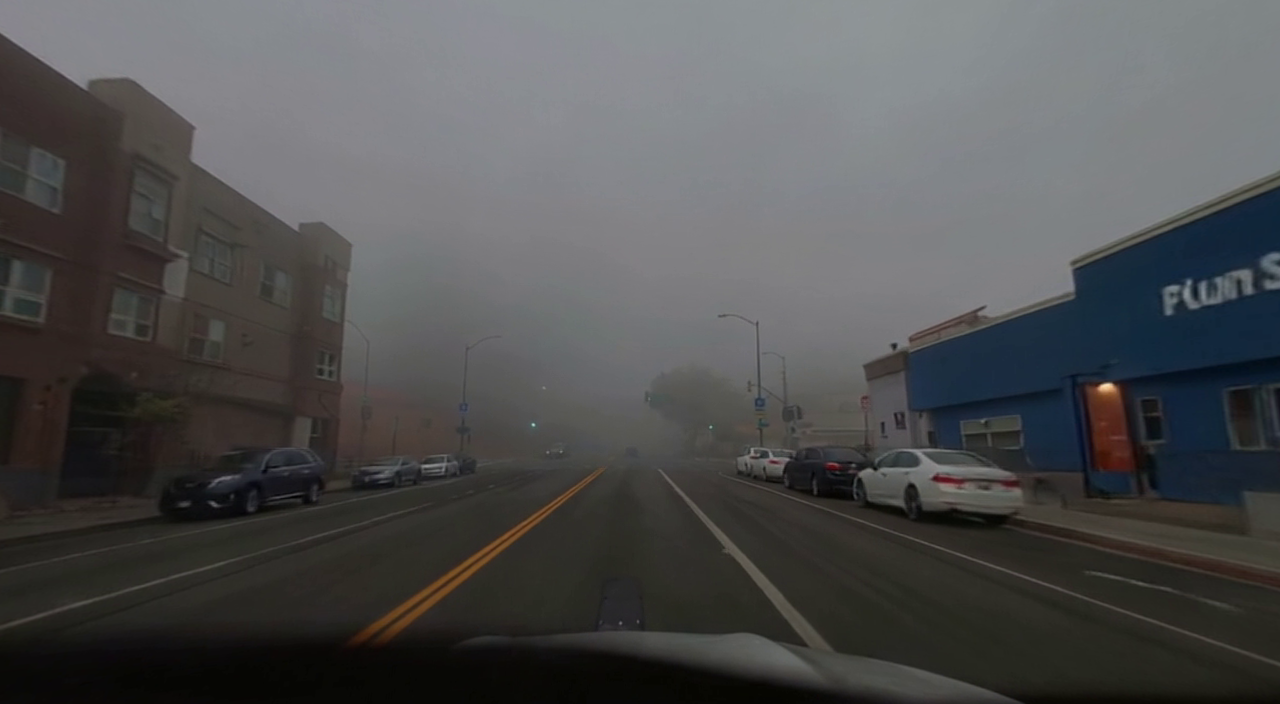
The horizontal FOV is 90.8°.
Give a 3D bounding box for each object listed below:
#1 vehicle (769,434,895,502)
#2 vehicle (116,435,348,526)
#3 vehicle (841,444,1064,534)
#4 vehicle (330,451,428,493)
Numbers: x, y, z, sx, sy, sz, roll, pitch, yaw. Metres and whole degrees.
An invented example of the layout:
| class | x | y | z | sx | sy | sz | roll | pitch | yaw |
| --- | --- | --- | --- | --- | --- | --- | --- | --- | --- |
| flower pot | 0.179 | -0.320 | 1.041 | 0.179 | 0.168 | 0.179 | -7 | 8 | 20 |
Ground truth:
| class | x | y | z | sx | sy | sz | roll | pitch | yaw |
| --- | --- | --- | --- | --- | --- | --- | --- | --- | --- |
| vehicle | 5.732 | 3.502 | 19.703 | 2.227 | 1.811 | 5.172 | 0 | -8 | -1 |
| vehicle | -9.856 | 3.086 | 16.047 | 2.228 | 1.863 | 5.407 | -1 | -8 | 1 |
| vehicle | 6.137 | 2.700 | 13.309 | 2.038 | 1.482 | 4.994 | 0 | -8 | -2 |
| vehicle | -10.193 | 4.688 | 25.092 | 1.953 | 1.387 | 4.529 | 0 | -8 | 0 |
